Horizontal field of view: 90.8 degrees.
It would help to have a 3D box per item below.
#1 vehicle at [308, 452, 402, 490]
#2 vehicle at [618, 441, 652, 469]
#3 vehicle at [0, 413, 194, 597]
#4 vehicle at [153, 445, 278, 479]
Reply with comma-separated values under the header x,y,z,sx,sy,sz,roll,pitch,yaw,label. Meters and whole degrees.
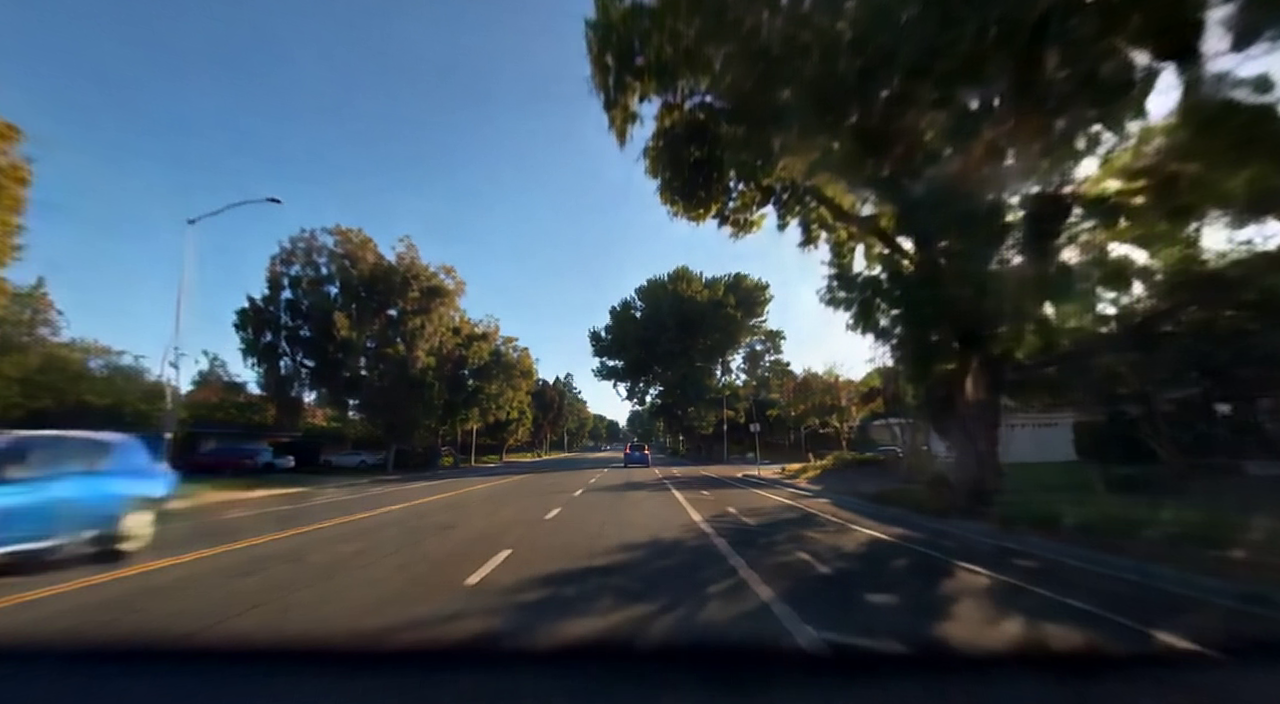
x,y,z,sx,sy,sz,roll,pitch,yaw,label
-12.424,5.207,27.918,2.090,1.478,4.376,0,-8,1,vehicle
-0.310,7.063,43.603,2.230,1.827,4.298,0,-8,0,vehicle
-7.069,1.494,6.310,2.065,1.719,4.265,0,-8,0,vehicle
-21.106,5.474,31.542,4.773,1.625,1.933,0,-8,-2,vehicle
